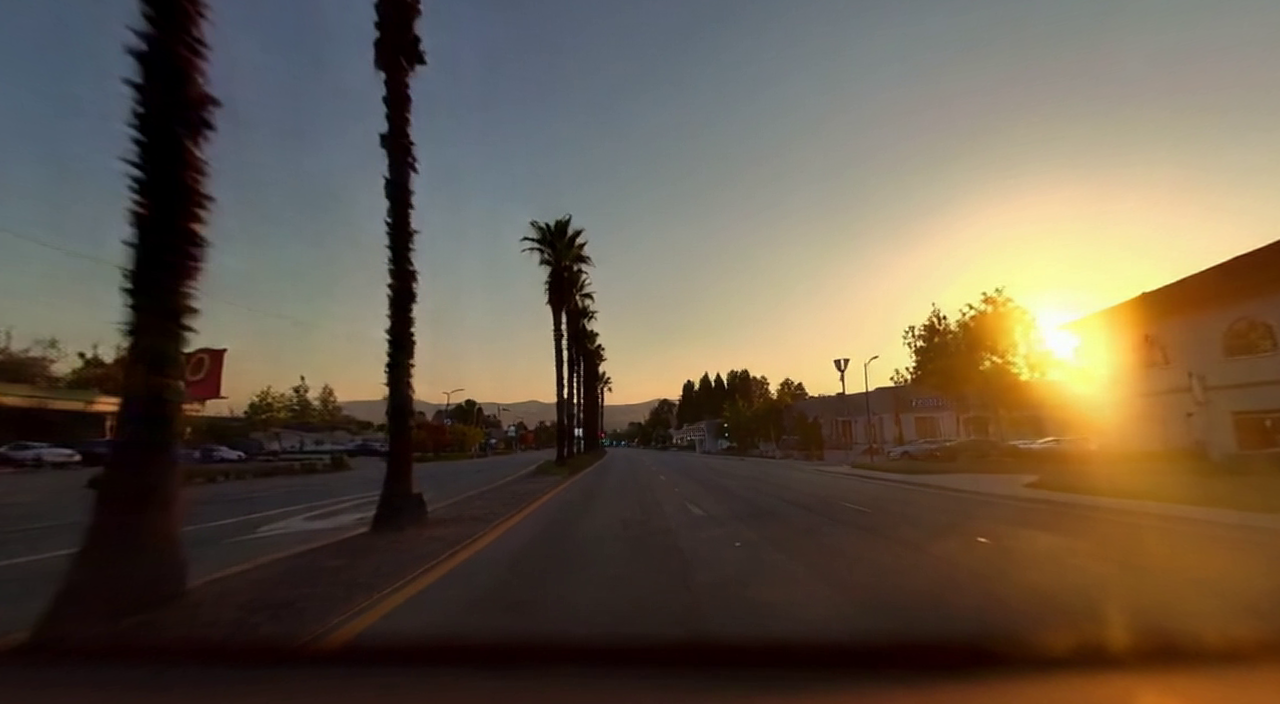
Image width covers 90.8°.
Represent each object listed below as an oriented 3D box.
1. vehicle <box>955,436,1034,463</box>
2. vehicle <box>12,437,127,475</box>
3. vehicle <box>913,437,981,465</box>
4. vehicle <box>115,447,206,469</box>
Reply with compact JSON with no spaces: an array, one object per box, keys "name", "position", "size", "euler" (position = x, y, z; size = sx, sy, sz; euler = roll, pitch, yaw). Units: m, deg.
[{"name":"vehicle","position":[20.700,5.747,37.160],"size":[1.986,1.454,4.332],"euler":[-1,-9,-2]},{"name":"vehicle","position":[-32.430,5.909,36.023],"size":[4.437,2.070,2.023],"euler":[0,-9,-2]},{"name":"vehicle","position":[17.891,5.765,37.013],"size":[1.852,1.487,3.896],"euler":[-1,-8,-3]},{"name":"vehicle","position":[-32.563,7.193,43.002],"size":[4.527,1.453,2.006],"euler":[0,-9,-1]}]
